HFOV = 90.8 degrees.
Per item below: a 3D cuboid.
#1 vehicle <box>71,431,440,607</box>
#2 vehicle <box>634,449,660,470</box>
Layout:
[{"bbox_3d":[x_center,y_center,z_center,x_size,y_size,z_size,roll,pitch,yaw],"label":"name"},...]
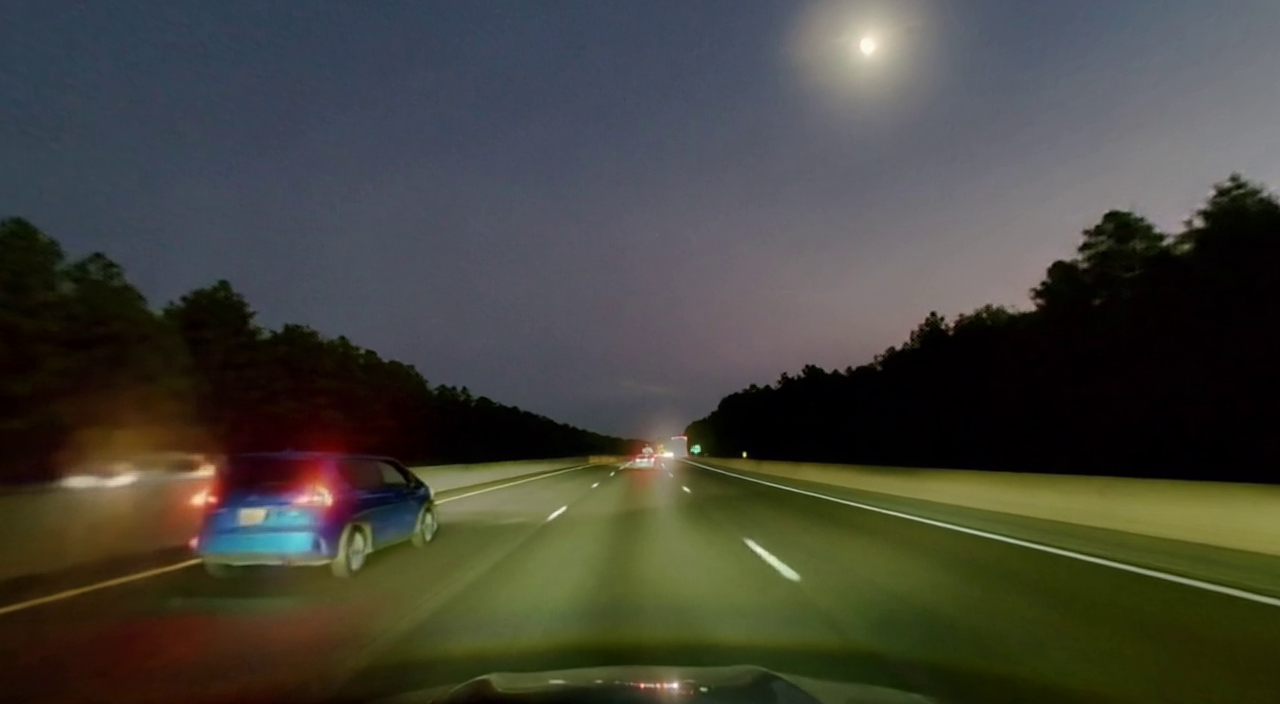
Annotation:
[{"bbox_3d":[-4.022,1.778,7.567,1.927,1.530,3.874,0,-9,1],"label":"vehicle"},{"bbox_3d":[0.559,8.496,49.888,2.006,1.586,3.915,0,-9,1],"label":"vehicle"}]
